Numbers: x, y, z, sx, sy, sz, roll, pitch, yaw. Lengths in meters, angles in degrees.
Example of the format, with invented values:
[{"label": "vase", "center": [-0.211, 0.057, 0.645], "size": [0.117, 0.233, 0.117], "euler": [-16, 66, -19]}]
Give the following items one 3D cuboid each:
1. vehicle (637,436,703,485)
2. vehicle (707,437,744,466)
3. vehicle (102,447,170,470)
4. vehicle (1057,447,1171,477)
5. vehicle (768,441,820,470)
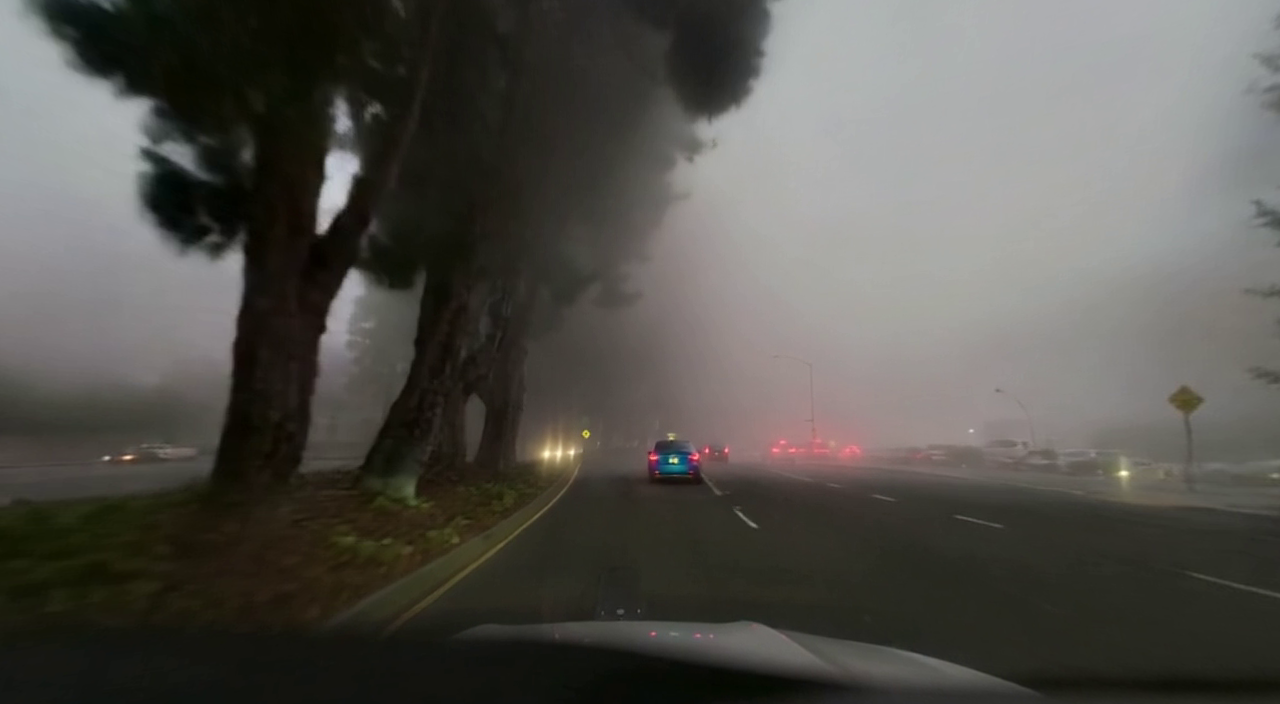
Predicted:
[{"label": "vehicle", "center": [0.999, 3.862, 22.729], "size": [2.145, 1.603, 4.369], "euler": [0, -8, 1]}, {"label": "vehicle", "center": [5.599, 6.555, 41.542], "size": [1.976, 1.796, 4.159], "euler": [0, -8, 2]}, {"label": "vehicle", "center": [-36.513, 7.703, 45.741], "size": [1.880, 1.535, 4.620], "euler": [2, -9, -12]}, {"label": "vehicle", "center": [23.176, 5.376, 30.994], "size": [1.658, 1.363, 4.223], "euler": [2, -9, -16]}, {"label": "vehicle", "center": [8.534, 5.780, 35.246], "size": [1.928, 1.488, 4.361], "euler": [0, -8, 1]}]
